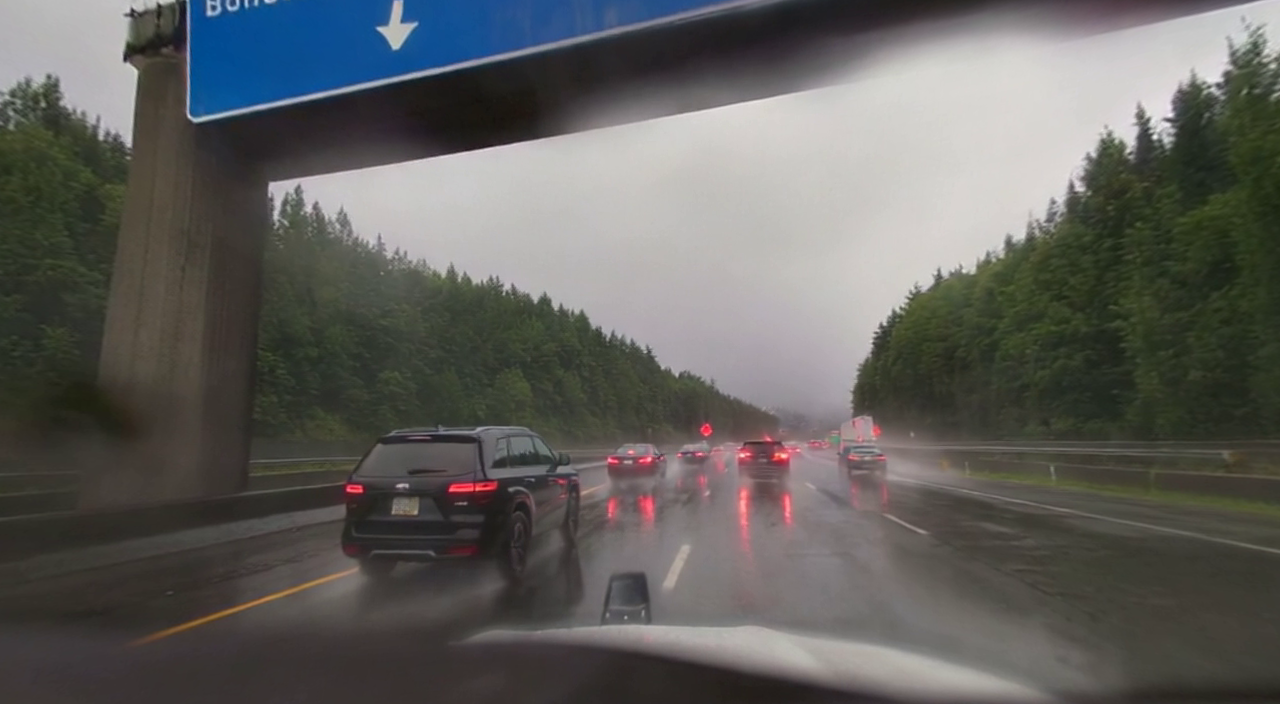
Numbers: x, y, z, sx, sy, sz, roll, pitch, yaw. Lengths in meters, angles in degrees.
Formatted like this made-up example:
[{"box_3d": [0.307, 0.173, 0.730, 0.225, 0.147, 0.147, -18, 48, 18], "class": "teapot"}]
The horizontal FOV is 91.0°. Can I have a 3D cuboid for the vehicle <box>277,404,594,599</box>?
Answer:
[{"box_3d": [-1.939, 1.578, 7.531, 2.021, 1.635, 4.085, -1, -8, 7], "class": "vehicle"}]

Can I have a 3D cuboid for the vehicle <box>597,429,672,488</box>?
[{"box_3d": [-0.077, 3.323, 19.862, 2.017, 1.662, 3.543, -1, -8, 5], "class": "vehicle"}]

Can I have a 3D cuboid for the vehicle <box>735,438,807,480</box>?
[{"box_3d": [4.907, 4.057, 24.232, 1.962, 1.442, 4.536, 0, -8, 2], "class": "vehicle"}]

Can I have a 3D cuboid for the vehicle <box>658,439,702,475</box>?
[{"box_3d": [1.791, 4.563, 27.603, 1.755, 1.457, 3.686, -1, -8, 5], "class": "vehicle"}]

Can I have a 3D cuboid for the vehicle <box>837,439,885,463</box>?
[{"box_3d": [14.468, 6.514, 41.513, 1.990, 1.478, 4.475, -1, -8, 6], "class": "vehicle"}]
